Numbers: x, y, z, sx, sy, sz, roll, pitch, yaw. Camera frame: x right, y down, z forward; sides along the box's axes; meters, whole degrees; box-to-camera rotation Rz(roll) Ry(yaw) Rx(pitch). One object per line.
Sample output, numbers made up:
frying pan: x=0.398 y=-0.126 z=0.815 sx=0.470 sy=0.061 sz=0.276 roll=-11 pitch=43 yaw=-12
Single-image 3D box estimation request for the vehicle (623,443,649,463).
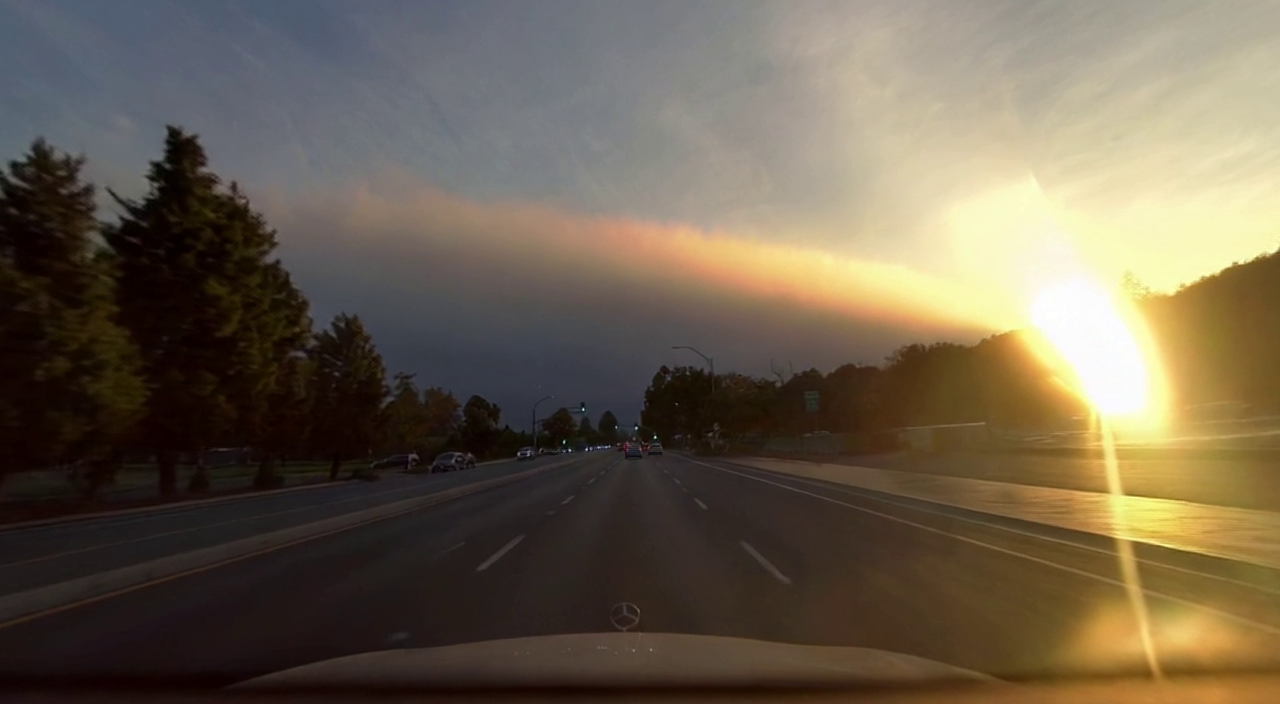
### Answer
vehicle: x=-0.350 y=7.915 z=49.547 sx=1.984 sy=1.439 sz=4.171 roll=0 pitch=-9 yaw=-1
